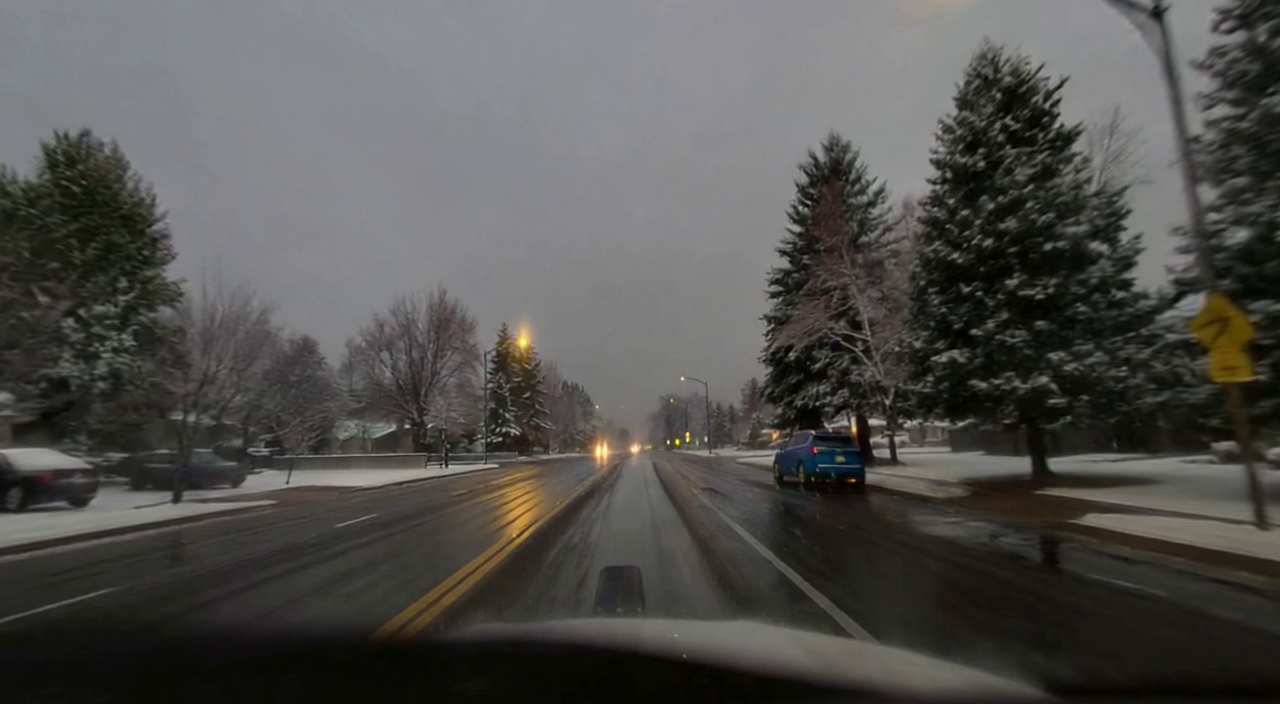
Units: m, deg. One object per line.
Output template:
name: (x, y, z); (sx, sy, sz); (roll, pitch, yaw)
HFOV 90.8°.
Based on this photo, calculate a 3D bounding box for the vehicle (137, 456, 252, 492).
vehicle: (-21.600, 5.922, 30.754); (4.222, 1.596, 1.968); (-2, -8, 6)

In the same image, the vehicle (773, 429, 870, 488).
vehicle: (6.462, 3.865, 23.131); (2.116, 1.844, 4.792); (2, -9, -1)

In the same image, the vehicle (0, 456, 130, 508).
vehicle: (-18.238, 3.869, 18.972); (4.209, 1.420, 1.865); (0, -9, 2)
